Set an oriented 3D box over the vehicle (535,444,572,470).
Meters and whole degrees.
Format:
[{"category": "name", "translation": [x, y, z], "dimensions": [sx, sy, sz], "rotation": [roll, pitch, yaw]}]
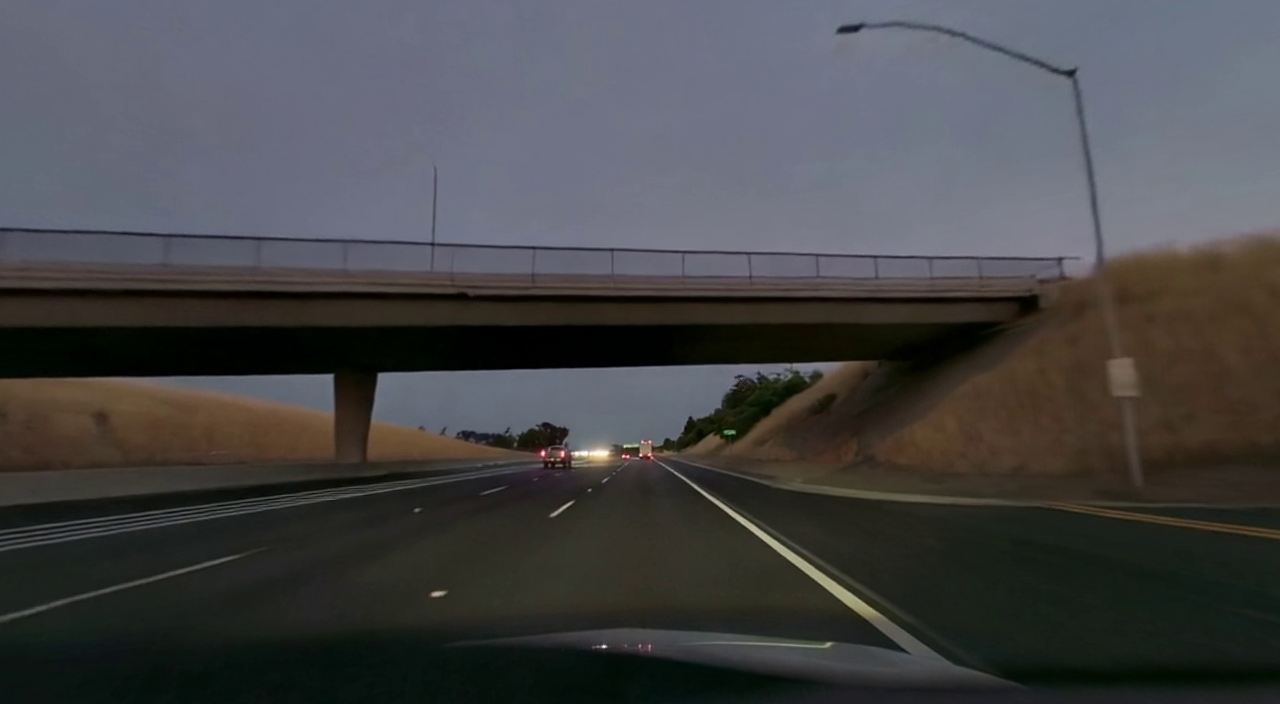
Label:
[{"category": "vehicle", "translation": [-6.744, 8.244, 49.780], "dimensions": [2.232, 1.947, 5.180], "rotation": [0, -9, 0]}]
